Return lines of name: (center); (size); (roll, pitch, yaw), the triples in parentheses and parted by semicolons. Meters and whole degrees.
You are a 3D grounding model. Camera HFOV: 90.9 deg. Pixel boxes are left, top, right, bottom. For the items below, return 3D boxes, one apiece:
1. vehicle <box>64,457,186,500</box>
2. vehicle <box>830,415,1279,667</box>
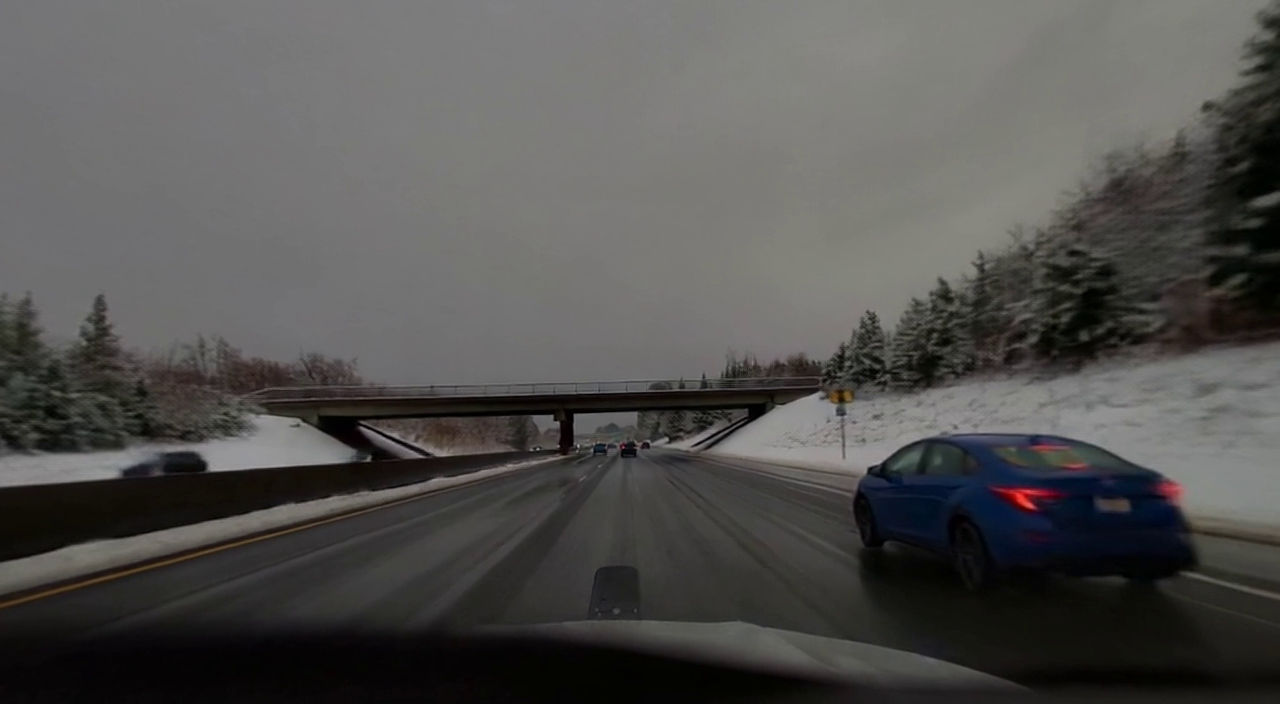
vehicle: (-19.882, 4.845, 24.558); (1.654, 1.412, 3.751); (0, -8, -1)
vehicle: (3.568, 1.438, 6.017); (2.079, 1.515, 4.196); (0, -8, -2)
